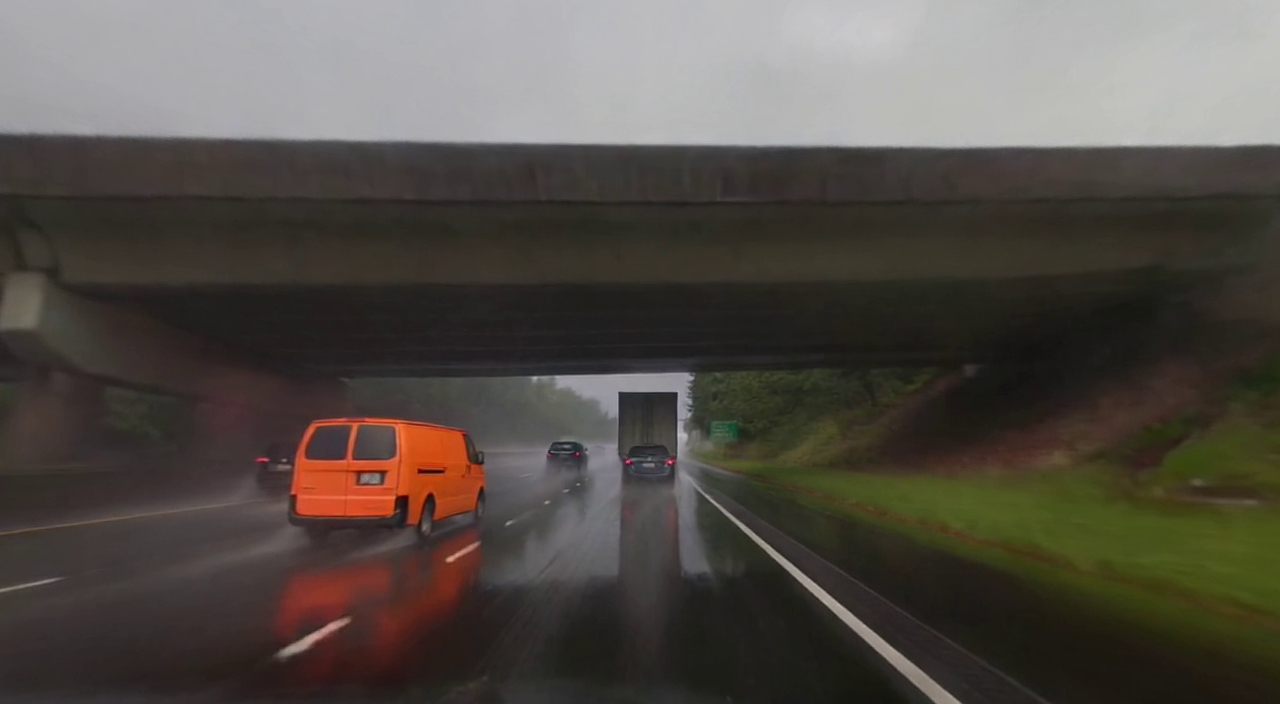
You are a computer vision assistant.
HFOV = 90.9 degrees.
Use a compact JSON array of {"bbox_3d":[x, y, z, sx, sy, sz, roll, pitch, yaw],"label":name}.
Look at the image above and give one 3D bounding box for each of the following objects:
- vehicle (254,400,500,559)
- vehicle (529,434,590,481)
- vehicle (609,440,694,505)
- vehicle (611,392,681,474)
[{"bbox_3d":[-3.591,1.830,9.583,1.951,1.882,3.979,0,-9,1],"label":"vehicle"},{"bbox_3d":[-3.416,4.599,27.651,2.068,1.862,4.234,0,-9,1],"label":"vehicle"},{"bbox_3d":[0.246,3.089,16.520,1.991,1.507,3.391,0,-9,-1],"label":"vehicle"},{"bbox_3d":[0.494,5.250,38.924,3.289,3.822,18.653,0,-9,1],"label":"vehicle"}]
